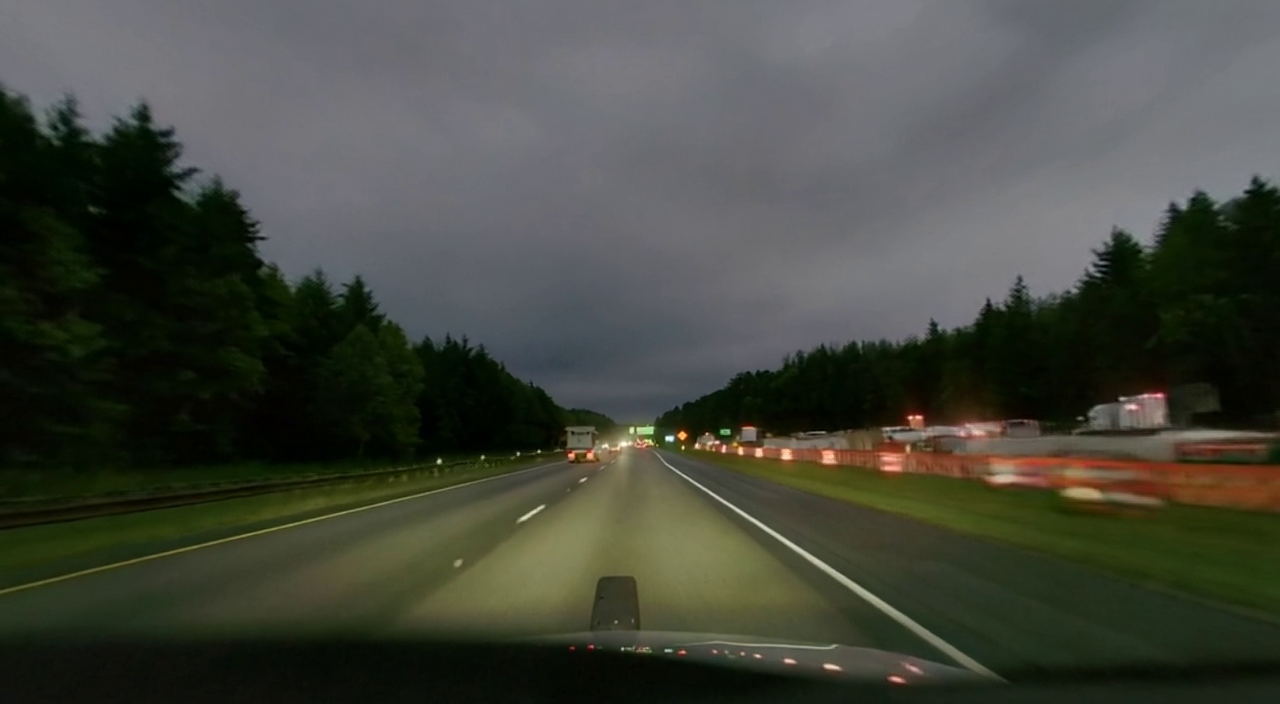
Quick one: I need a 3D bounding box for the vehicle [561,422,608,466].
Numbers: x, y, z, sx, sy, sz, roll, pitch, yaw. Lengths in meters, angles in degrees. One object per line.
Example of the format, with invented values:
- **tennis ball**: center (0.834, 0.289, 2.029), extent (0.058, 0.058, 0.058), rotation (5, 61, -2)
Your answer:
- **vehicle**: center (-3.477, 5.910, 40.466), extent (2.484, 2.625, 5.907), rotation (0, -8, 0)
